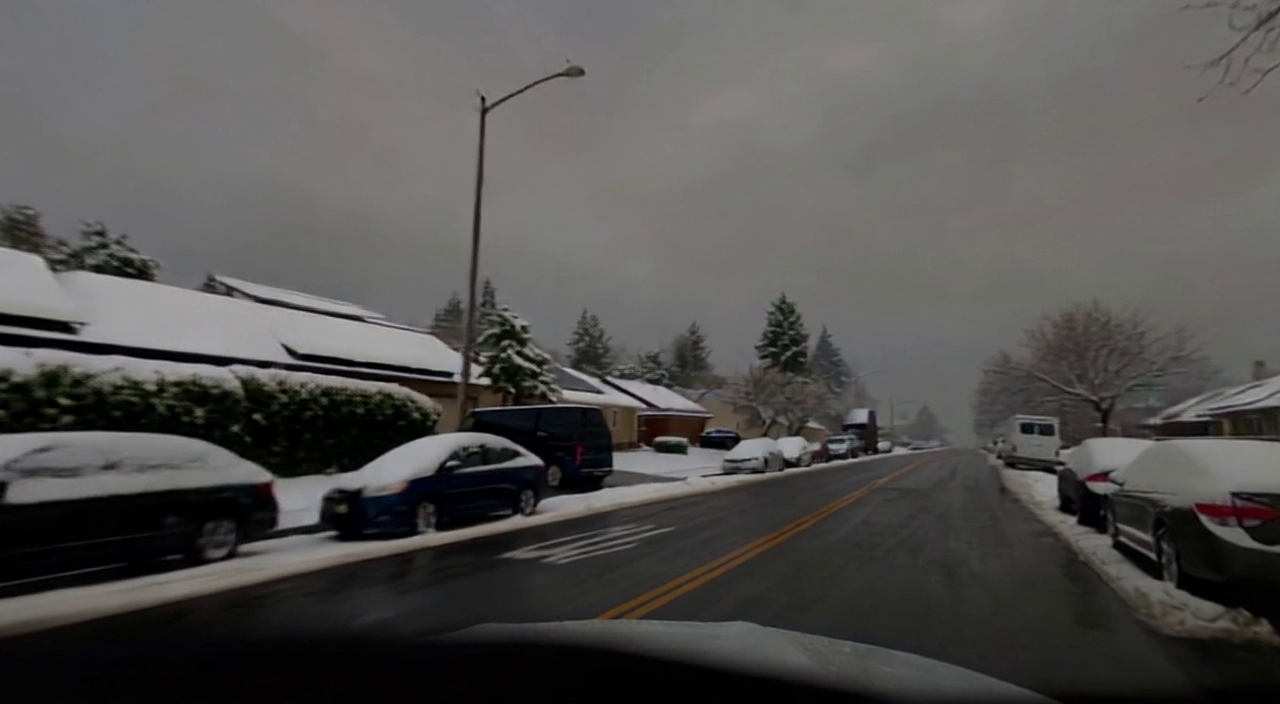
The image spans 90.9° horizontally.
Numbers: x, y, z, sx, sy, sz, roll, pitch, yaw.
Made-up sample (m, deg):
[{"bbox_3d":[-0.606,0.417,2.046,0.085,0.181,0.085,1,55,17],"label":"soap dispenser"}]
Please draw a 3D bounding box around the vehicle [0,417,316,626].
[{"bbox_3d":[-5.190,1.370,5.444,1.805,1.488,3.838,-5,-10,27],"label":"vehicle"}]

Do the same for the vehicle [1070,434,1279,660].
[{"bbox_3d":[5.750,1.557,6.121,1.969,1.478,4.632,-4,-8,27],"label":"vehicle"}]

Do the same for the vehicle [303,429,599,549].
[{"bbox_3d":[-2.692,2.014,10.197,1.848,1.406,4.601,-6,-9,28],"label":"vehicle"}]

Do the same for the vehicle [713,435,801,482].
[{"bbox_3d":[4.558,3.987,23.887,1.901,1.472,4.676,-8,-10,26],"label":"vehicle"}]
